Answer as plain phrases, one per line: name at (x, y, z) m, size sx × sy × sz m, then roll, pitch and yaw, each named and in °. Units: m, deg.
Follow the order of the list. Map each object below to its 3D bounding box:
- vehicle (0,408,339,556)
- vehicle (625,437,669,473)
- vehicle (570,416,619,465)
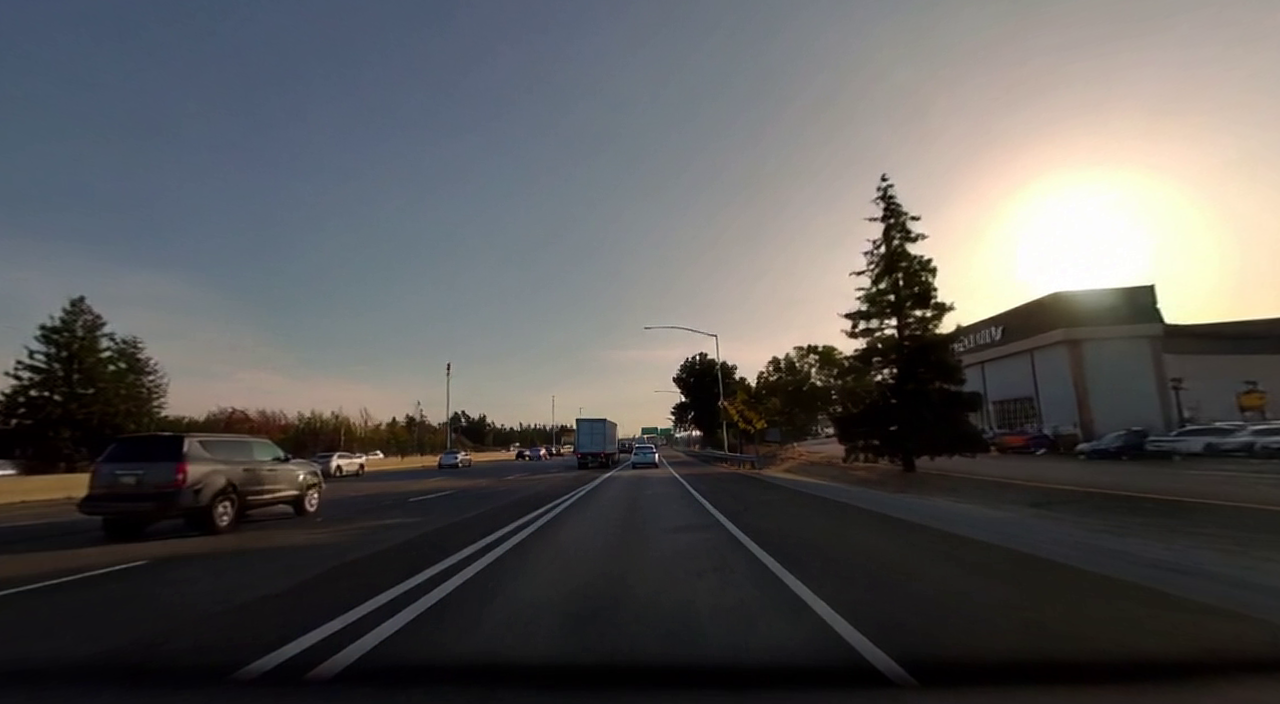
vehicle at (-7.518, 2.066, 10.774) m, size 2.165 × 1.903 × 4.917 m, roll 0°, pitch -8°, yaw 2°
vehicle at (0.354, 5.627, 34.644) m, size 2.227 × 1.794 × 4.646 m, roll 0°, pitch -8°, yaw 0°
vehicle at (-3.333, 6.864, 48.584) m, size 2.796 × 3.426 × 8.553 m, roll 0°, pitch -8°, yaw 2°
